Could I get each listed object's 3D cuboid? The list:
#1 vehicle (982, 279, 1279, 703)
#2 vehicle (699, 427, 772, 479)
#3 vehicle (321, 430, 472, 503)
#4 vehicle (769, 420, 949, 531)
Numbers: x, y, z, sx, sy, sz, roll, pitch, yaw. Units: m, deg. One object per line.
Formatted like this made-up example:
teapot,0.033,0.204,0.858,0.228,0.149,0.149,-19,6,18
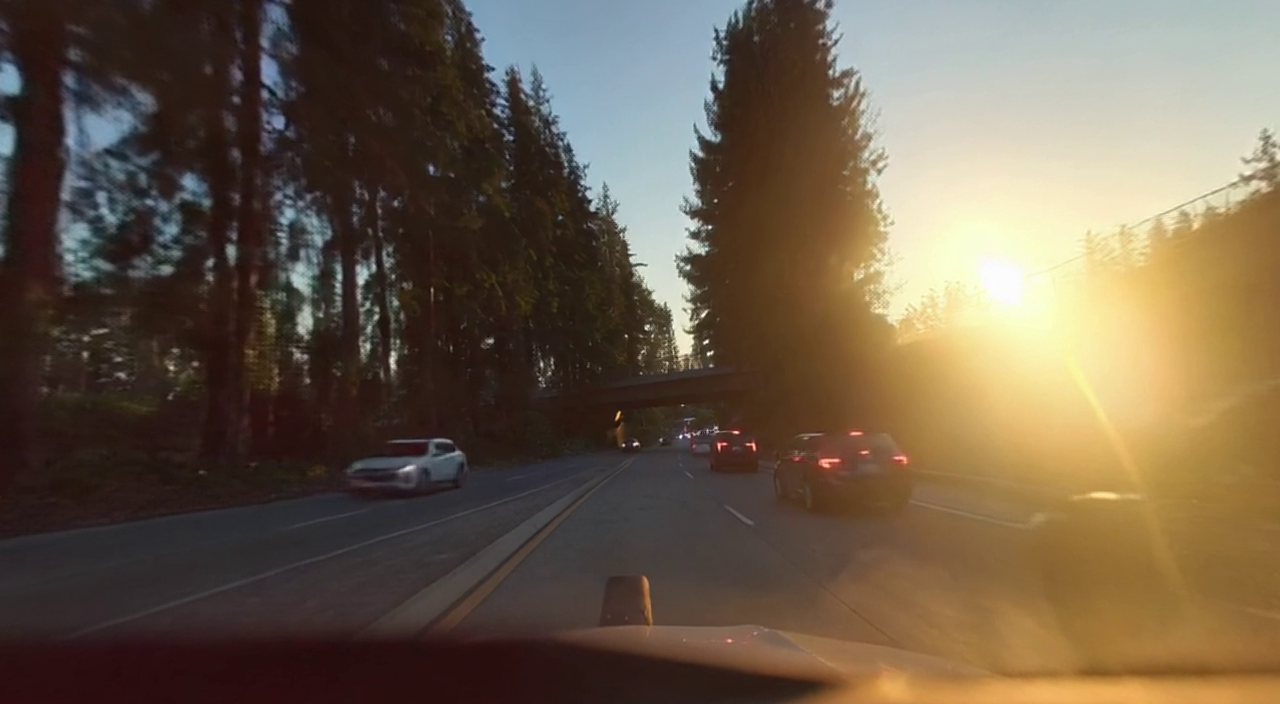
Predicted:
vehicle,3.335,0.640,1.992,1.985,1.895,4.496,0,-8,1
vehicle,3.885,4.213,26.562,2.273,1.944,4.866,0,-8,0
vehicle,-6.933,3.298,18.624,2.089,1.860,4.704,-1,-8,7
vehicle,3.844,2.244,12.002,1.938,1.710,4.249,0,-8,1
